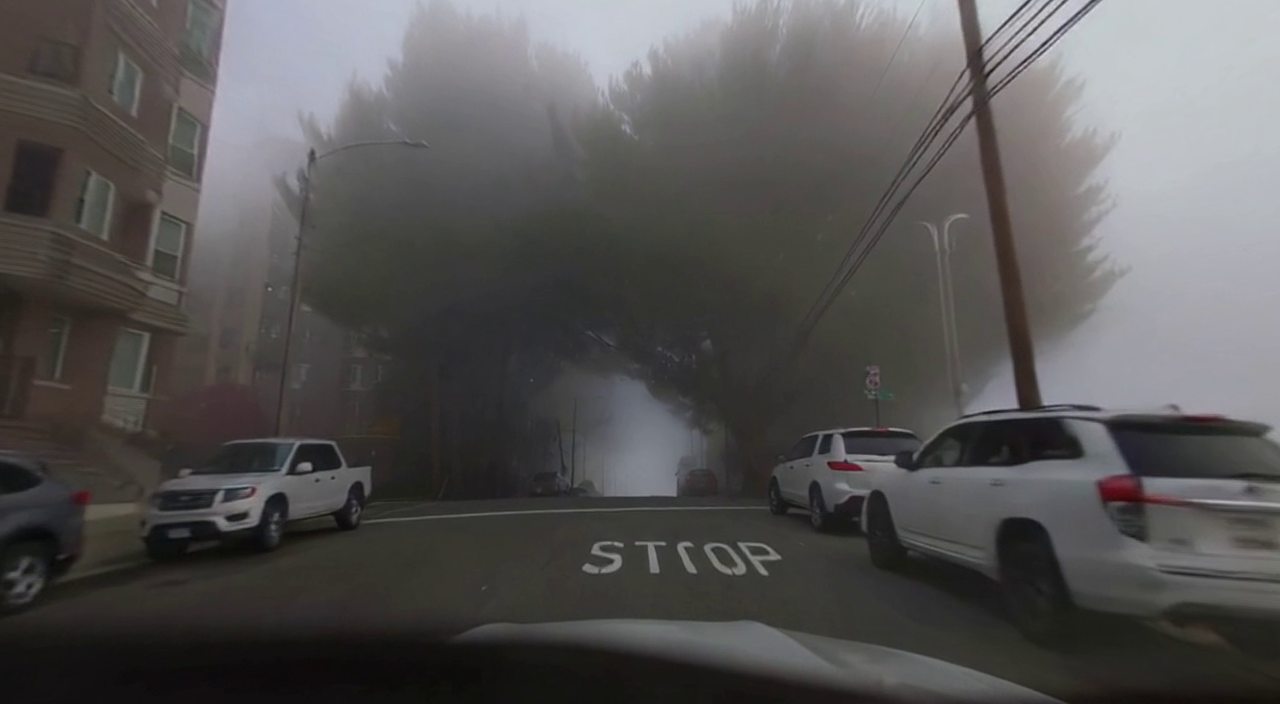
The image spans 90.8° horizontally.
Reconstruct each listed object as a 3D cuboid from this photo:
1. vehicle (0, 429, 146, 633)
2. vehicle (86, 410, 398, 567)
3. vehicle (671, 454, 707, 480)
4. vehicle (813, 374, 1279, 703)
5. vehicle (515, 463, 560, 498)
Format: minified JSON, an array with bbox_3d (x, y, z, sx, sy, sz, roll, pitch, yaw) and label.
[{"bbox_3d":[-6.283,1.396,4.460,2.069,1.647,4.359,-2,-8,0],"label":"vehicle"},{"bbox_3d":[-6.120,2.204,10.752,2.076,1.913,5.060,-3,-10,-1],"label":"vehicle"},{"bbox_3d":[3.383,8.052,44.425,2.051,1.526,4.673,0,-7,-2],"label":"vehicle"},{"bbox_3d":[3.341,1.291,5.417,2.154,1.699,4.591,0,-8,-4],"label":"vehicle"},{"bbox_3d":[-5.887,7.427,36.797,1.987,1.662,4.141,-2,-8,-1],"label":"vehicle"}]
